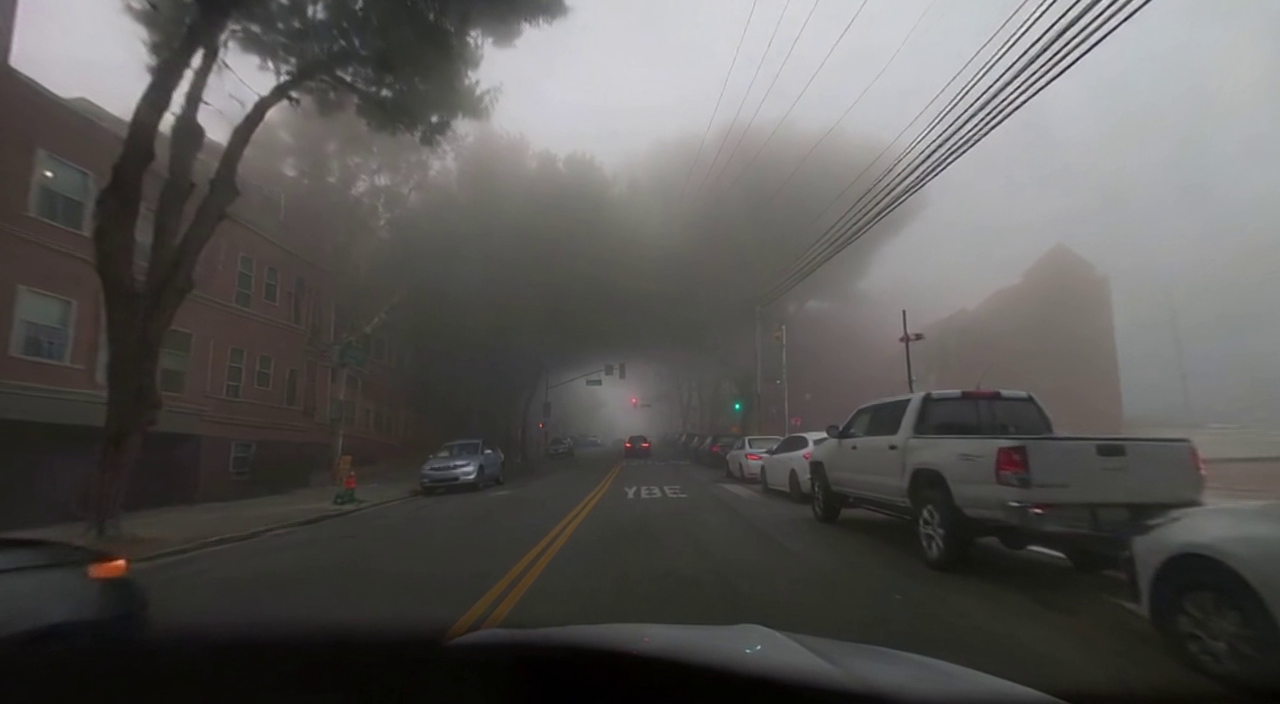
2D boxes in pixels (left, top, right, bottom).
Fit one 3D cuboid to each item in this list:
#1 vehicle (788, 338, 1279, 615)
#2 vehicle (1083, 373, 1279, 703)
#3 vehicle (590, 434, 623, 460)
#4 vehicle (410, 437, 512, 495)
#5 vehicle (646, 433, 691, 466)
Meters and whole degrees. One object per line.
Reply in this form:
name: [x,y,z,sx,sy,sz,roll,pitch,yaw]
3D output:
vehicle: [3.649,1.324,7.601,2.356,2.043,5.791,0,-8,0]
vehicle: [3.936,0.779,2.073,1.871,1.603,4.161,0,-8,-1]
vehicle: [-2.290,6.628,44.185,1.979,1.723,3.849,0,-8,1]
vehicle: [-5.913,3.803,21.499,2.013,1.772,4.439,0,-8,2]
vehicle: [1.566,5.172,33.672,2.111,1.619,4.077,-1,-8,7]
